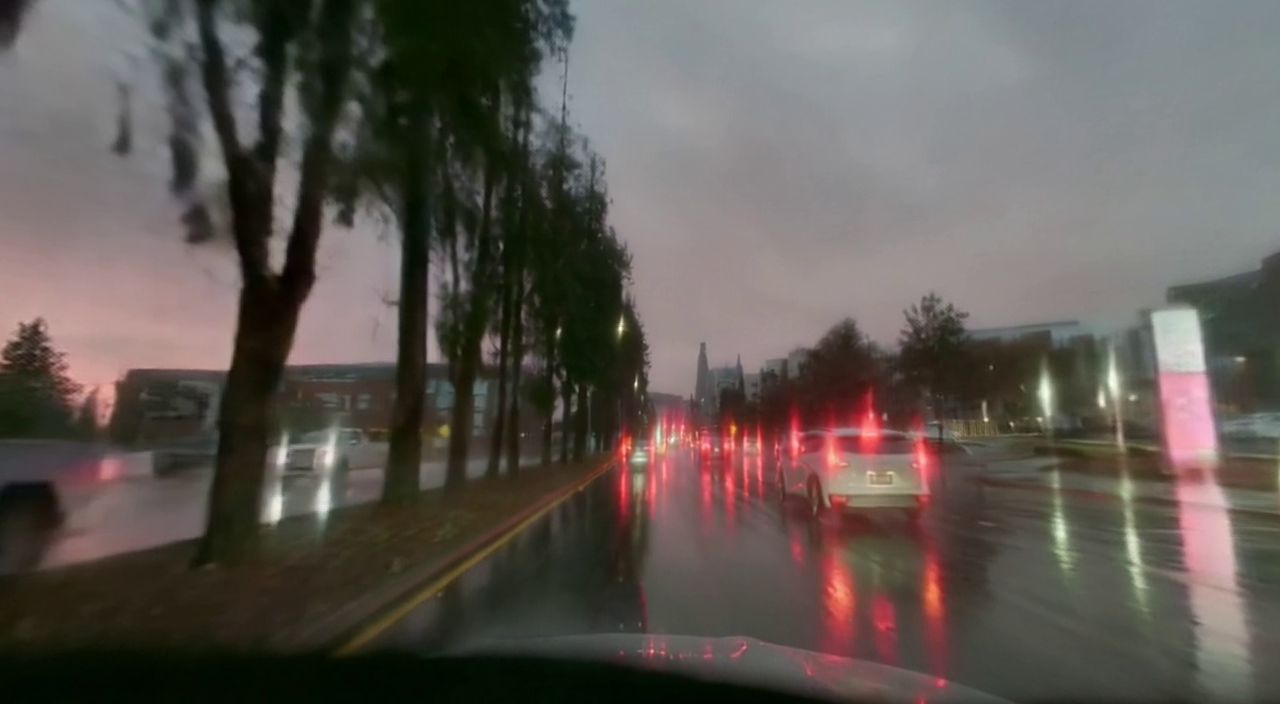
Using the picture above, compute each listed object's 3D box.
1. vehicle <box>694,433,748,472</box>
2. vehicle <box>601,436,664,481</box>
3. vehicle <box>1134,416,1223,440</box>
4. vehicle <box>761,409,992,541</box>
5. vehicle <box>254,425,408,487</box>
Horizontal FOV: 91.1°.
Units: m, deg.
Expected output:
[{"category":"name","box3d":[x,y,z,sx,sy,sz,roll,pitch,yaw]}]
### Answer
[{"category":"vehicle","box3d":[3.845,4.883,30.564,1.982,1.709,4.427,0,-9,-1]},{"category":"vehicle","box3d":[-0.231,3.904,23.198,2.111,1.506,4.018,0,-9,0]},{"category":"vehicle","box3d":[34.752,4.968,40.663,1.797,1.452,4.453,0,-9,0]},{"category":"vehicle","box3d":[3.524,1.940,10.461,2.130,1.718,4.310,0,-9,0]},{"category":"vehicle","box3d":[-11.568,3.994,24.370,2.494,2.052,6.719,0,-9,1]}]
